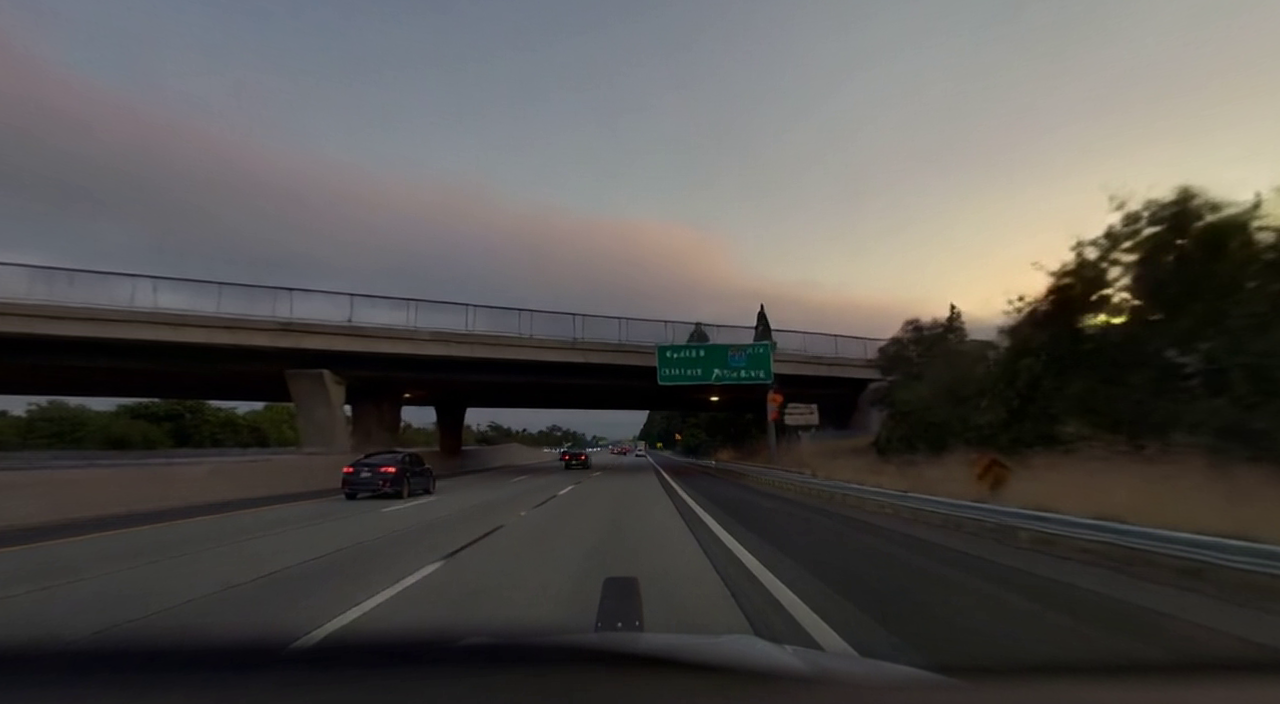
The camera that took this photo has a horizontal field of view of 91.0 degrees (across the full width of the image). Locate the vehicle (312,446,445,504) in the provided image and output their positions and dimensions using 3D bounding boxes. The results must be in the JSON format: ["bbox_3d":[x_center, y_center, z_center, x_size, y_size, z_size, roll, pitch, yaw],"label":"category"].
[{"bbox_3d":[-7.699,3.637,19.126,2.002,1.507,4.631,0,-9,0],"label":"vehicle"}]

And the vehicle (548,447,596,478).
[{"bbox_3d":[-3.755,6.180,35.483,2.102,1.571,4.666,0,-9,1],"label":"vehicle"}]
